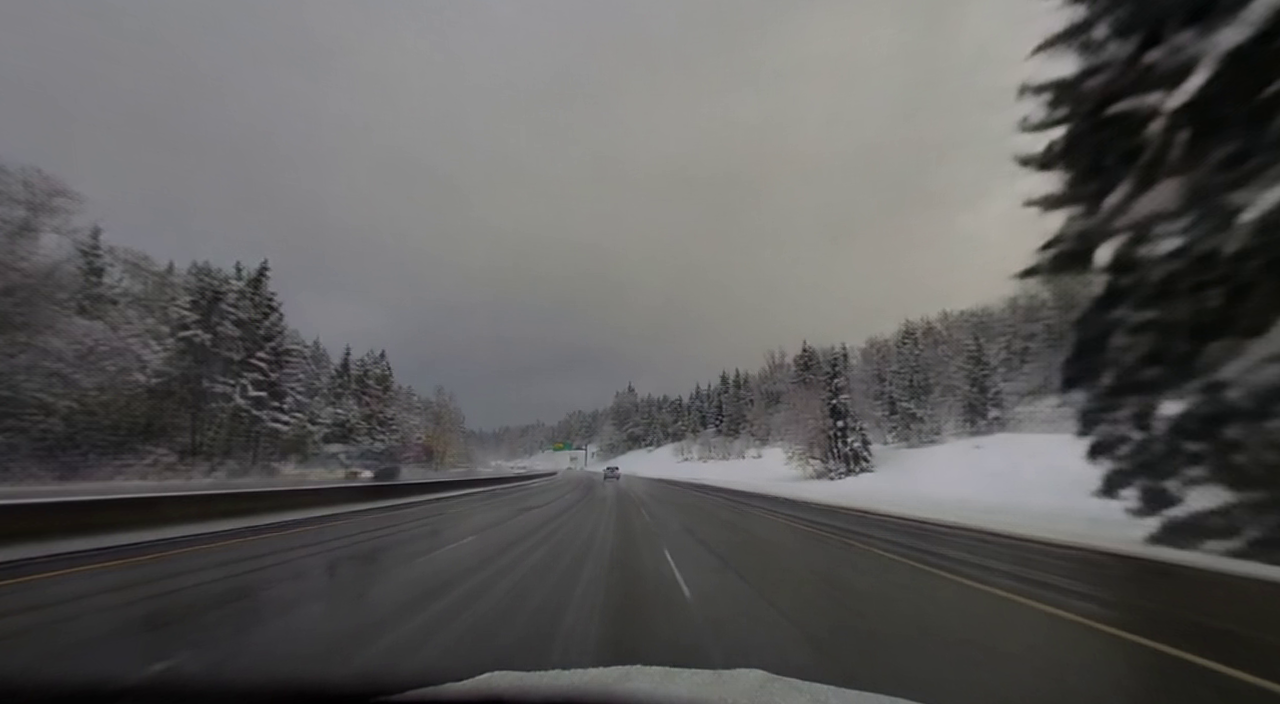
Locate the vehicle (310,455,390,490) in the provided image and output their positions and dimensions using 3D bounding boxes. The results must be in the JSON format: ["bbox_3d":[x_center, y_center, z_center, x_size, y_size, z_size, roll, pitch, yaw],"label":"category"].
[{"bbox_3d":[-14.338,6.018,31.485,1.931,1.540,4.465,1,-11,-1],"label":"vehicle"}]
